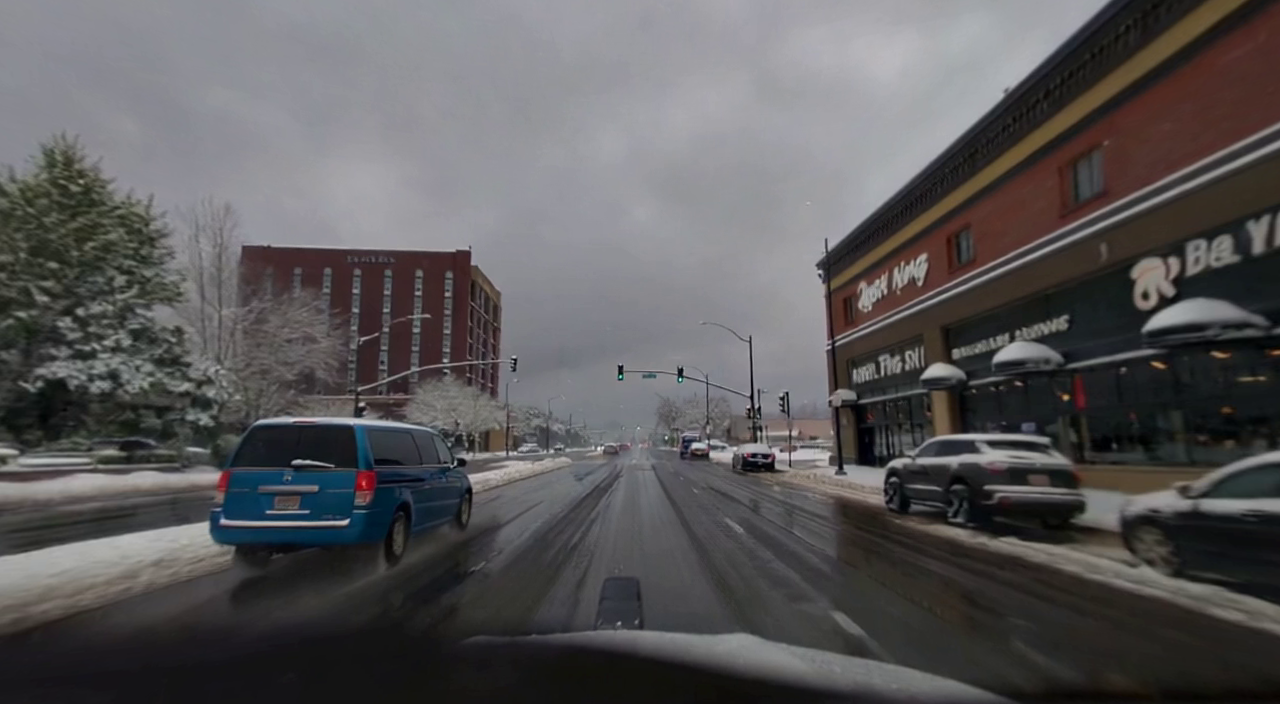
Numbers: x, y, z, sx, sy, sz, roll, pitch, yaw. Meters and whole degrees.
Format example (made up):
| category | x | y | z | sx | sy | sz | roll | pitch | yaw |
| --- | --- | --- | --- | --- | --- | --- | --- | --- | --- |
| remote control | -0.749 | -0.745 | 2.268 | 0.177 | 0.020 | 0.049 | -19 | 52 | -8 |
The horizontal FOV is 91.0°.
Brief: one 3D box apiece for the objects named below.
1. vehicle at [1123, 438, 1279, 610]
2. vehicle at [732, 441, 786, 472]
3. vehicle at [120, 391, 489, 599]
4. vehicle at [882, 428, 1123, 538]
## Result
| category | x | y | z | sx | sy | sz | roll | pitch | yaw |
| --- | --- | --- | --- | --- | --- | --- | --- | --- | --- |
| vehicle | 6.451 | 1.420 | 4.908 | 1.796 | 1.474 | 4.449 | 0 | -8 | 0 |
| vehicle | 6.391 | 5.648 | 34.401 | 1.967 | 1.534 | 4.683 | 0 | -8 | -1 |
| vehicle | -3.258 | 1.467 | 7.201 | 2.080 | 1.722 | 3.766 | 0 | -8 | 0 |
| vehicle | 6.418 | 2.323 | 11.864 | 1.913 | 1.664 | 4.246 | 0 | -8 | -1 |
